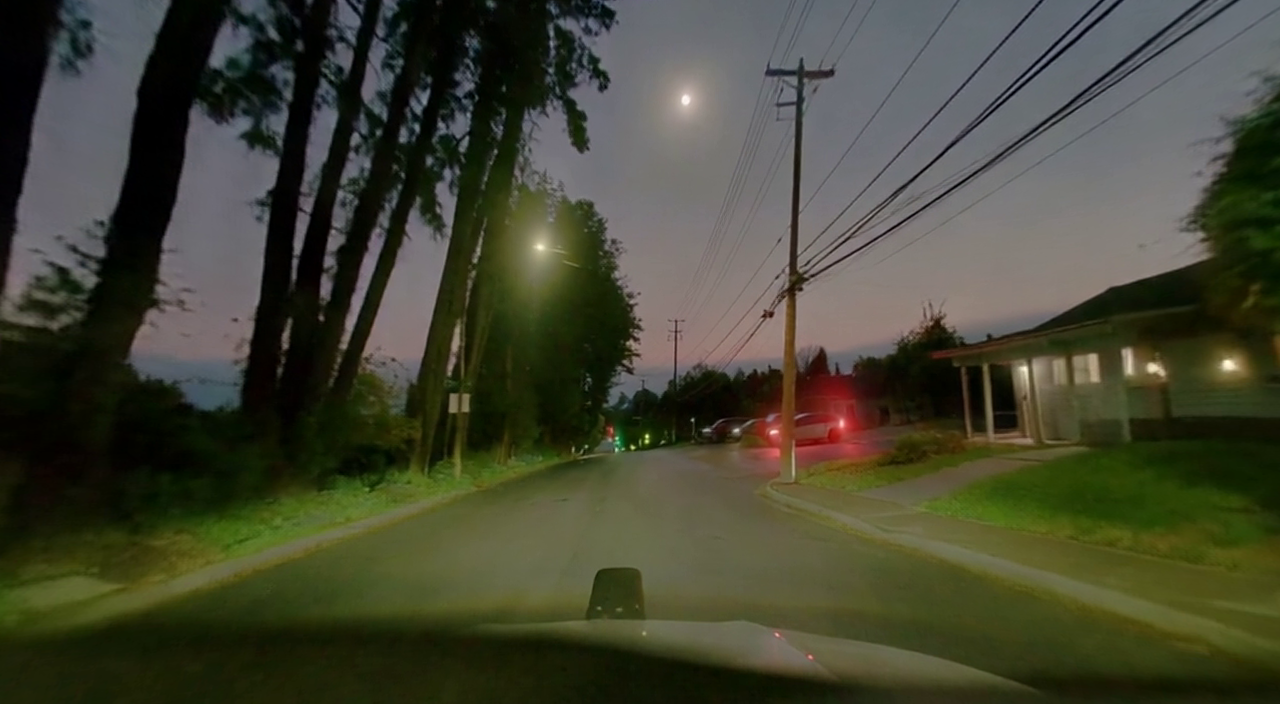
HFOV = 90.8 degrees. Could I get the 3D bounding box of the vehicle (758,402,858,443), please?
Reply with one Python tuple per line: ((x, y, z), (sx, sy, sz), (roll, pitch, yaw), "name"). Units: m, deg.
((8.726, 3.714, 32.801), (4.780, 1.984, 1.896), (3, -9, -22), "vehicle")
